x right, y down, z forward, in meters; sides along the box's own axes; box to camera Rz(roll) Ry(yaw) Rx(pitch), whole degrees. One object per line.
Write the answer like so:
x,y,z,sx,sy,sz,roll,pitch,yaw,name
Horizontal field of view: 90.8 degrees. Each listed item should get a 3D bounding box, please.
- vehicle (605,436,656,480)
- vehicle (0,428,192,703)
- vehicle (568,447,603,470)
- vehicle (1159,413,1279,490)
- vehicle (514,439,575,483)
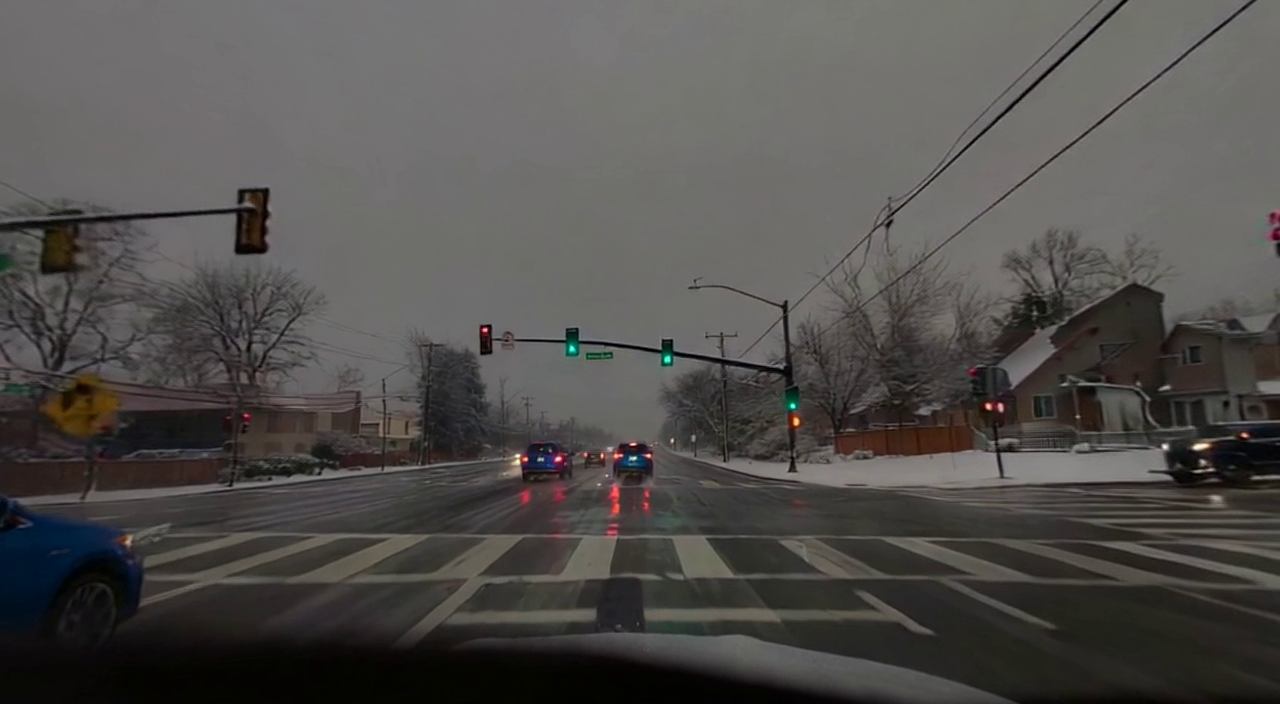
-0.415,4.798,28.904,2.155,1.836,4.250,0,-8,0,vehicle
-3.305,0.800,1.038,1.901,1.409,4.442,0,-8,0,vehicle
-3.646,7.170,42.650,1.863,1.449,4.153,0,-8,2,vehicle
18.320,2.733,17.424,5.652,1.990,2.190,-2,-9,13,vehicle
-3.902,4.515,26.507,1.899,1.685,4.121,0,-8,1,vehicle
